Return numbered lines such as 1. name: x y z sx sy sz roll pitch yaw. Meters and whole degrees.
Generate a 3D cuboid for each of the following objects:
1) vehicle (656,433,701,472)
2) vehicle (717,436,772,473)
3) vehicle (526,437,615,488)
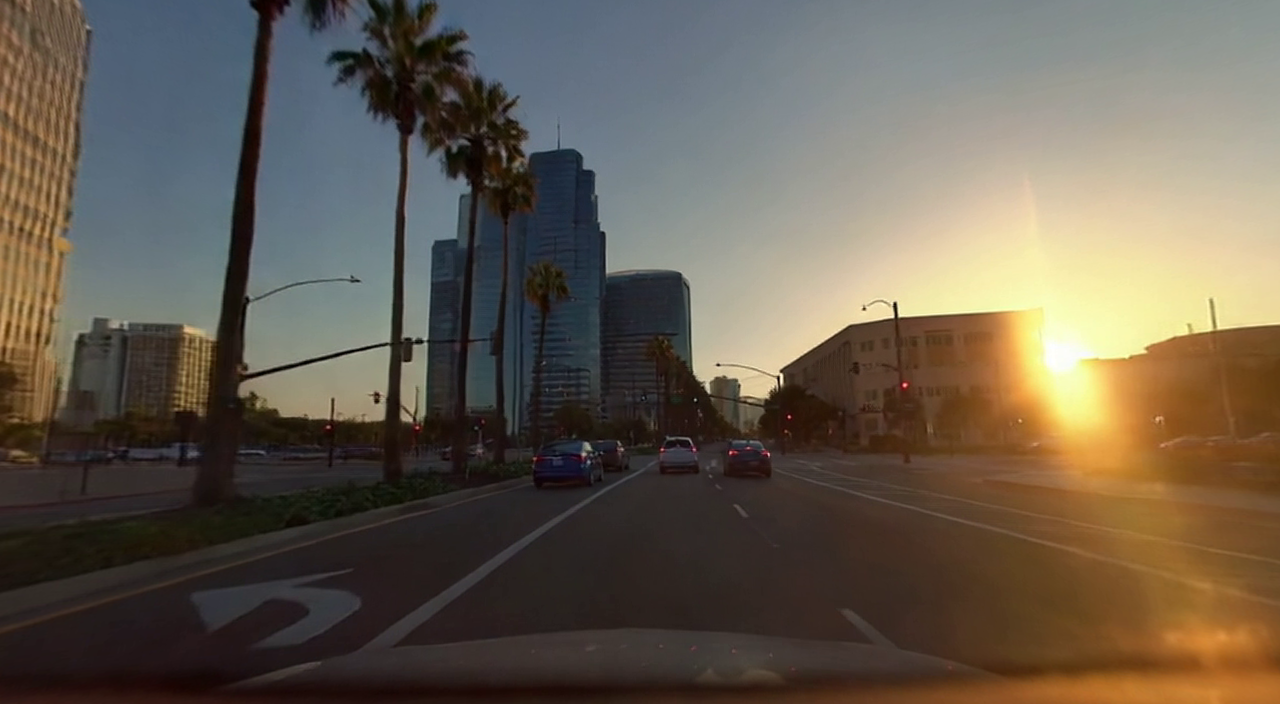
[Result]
1. vehicle: 1.901 4.906 30.981 2.060 1.730 4.257 -1 -8 4
2. vehicle: 4.734 4.708 29.200 1.936 1.567 3.896 0 -9 1
3. vehicle: -2.129 3.575 20.781 1.962 1.480 4.605 -1 -9 6
